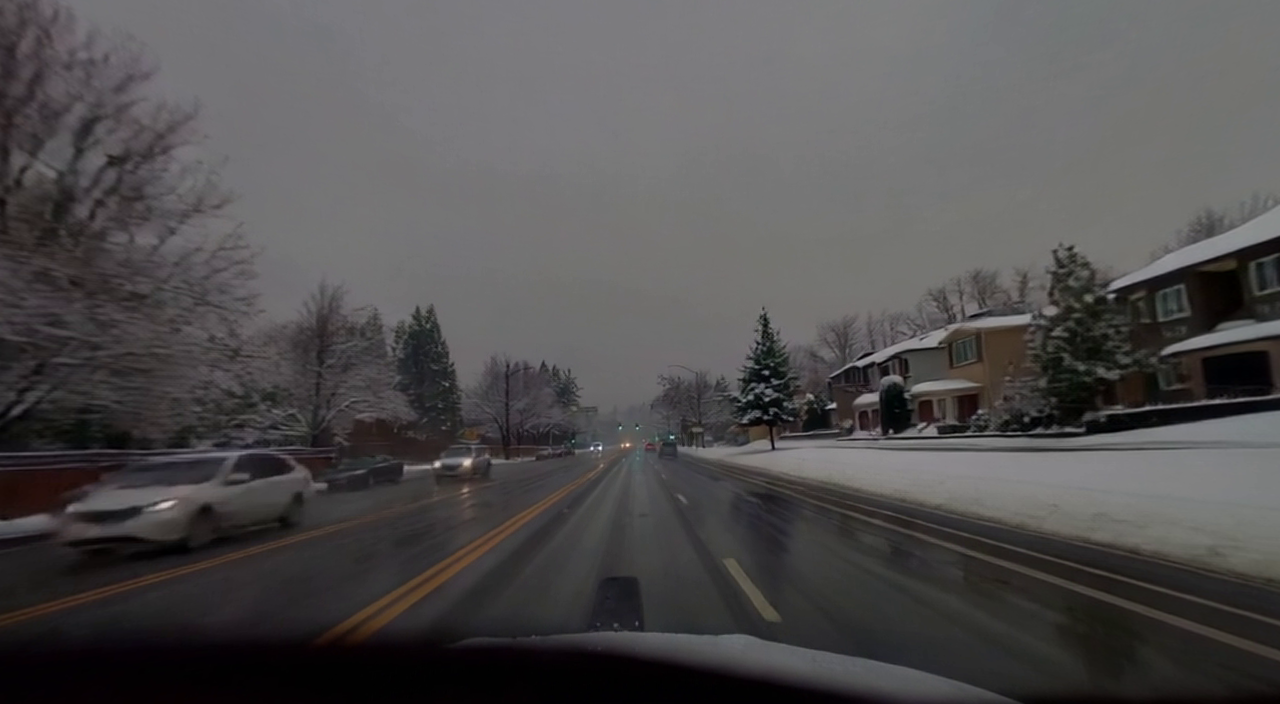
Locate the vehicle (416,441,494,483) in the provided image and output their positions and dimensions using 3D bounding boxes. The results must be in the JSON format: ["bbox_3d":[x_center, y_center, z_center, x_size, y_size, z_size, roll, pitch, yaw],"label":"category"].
[{"bbox_3d":[-8.175,4.900,28.431,2.053,1.713,4.618,0,-9,0],"label":"vehicle"}]

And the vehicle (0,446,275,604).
[{"bbox_3d":[-7.172,2.006,8.315,2.004,1.508,4.525,0,-9,0],"label":"vehicle"}]

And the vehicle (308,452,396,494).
[{"bbox_3d":[-12.424,5.224,27.592,1.969,1.613,4.129,-2,-9,-1],"label":"vehicle"}]
